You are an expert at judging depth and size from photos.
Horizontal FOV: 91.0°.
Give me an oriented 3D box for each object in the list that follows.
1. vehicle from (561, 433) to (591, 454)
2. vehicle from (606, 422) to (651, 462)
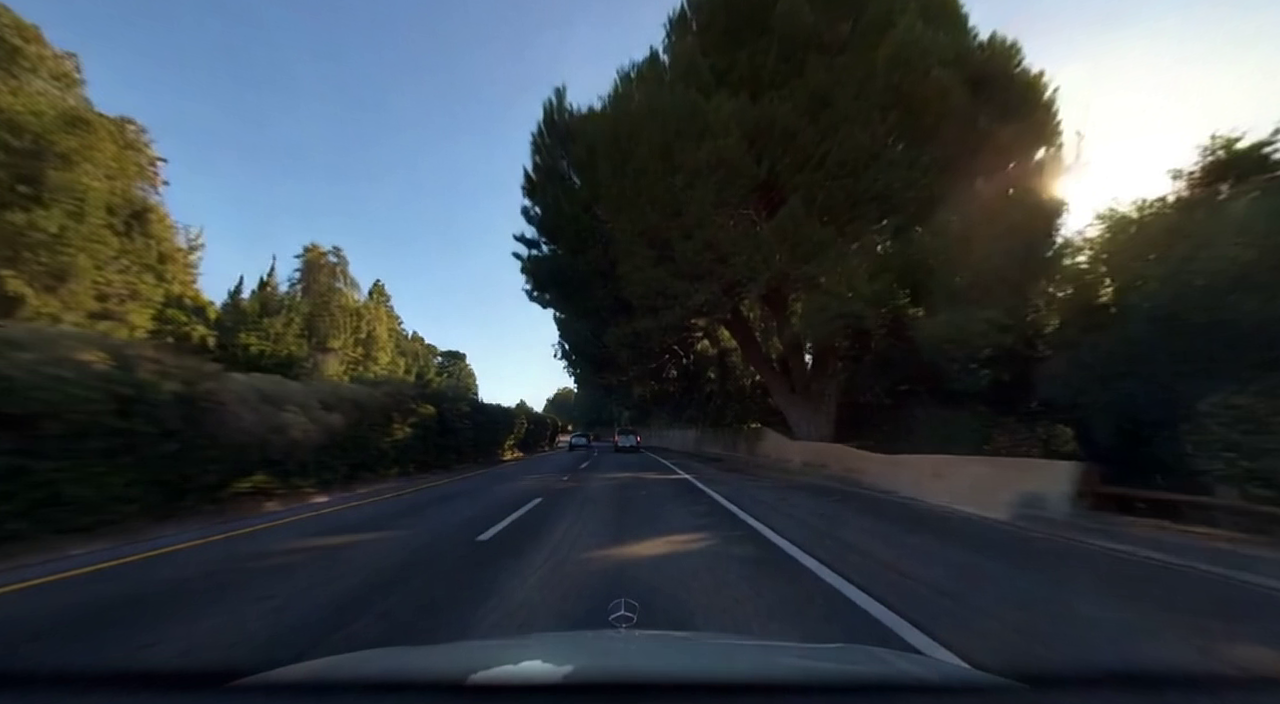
[{"bbox_3d":[-4.985,7.197,49.440,2.062,1.567,4.117,0,-8,-2],"label":"vehicle"},{"bbox_3d":[-0.630,4.805,33.565,2.223,1.957,4.416,0,-8,-1],"label":"vehicle"}]
